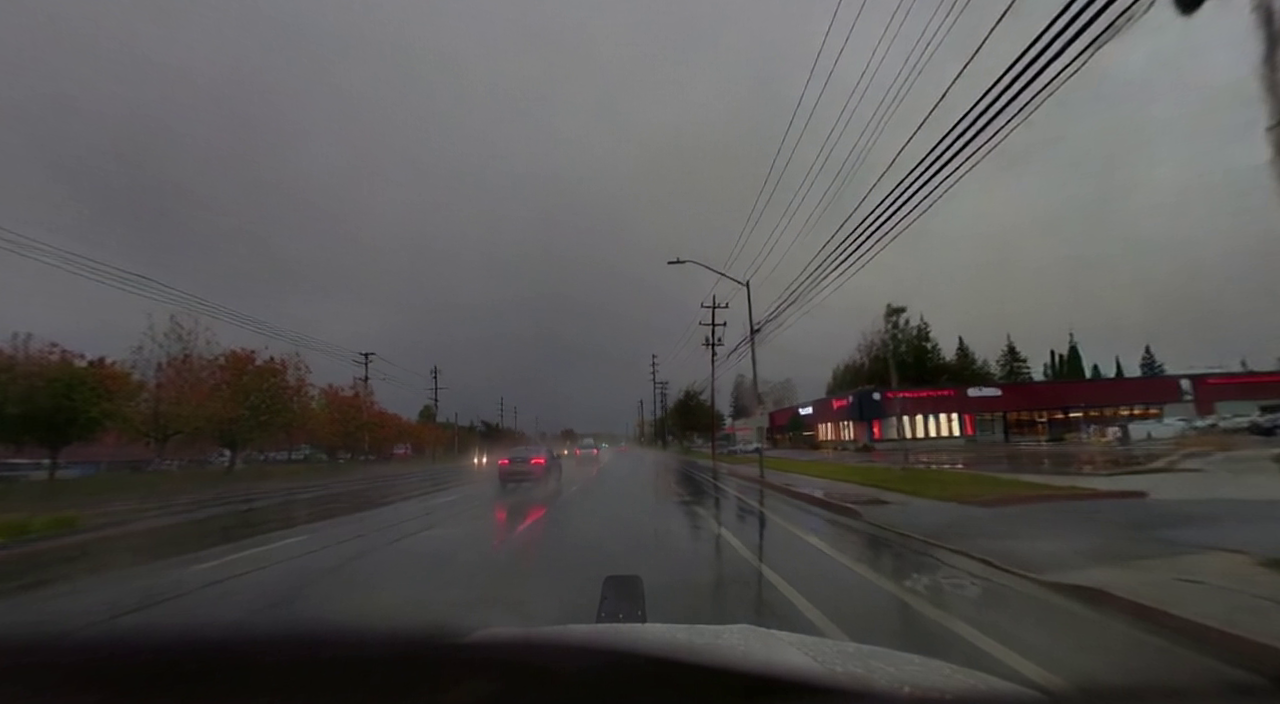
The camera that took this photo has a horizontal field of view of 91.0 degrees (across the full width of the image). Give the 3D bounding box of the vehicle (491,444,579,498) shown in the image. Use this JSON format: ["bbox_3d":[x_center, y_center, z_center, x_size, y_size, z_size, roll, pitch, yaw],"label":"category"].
[{"bbox_3d":[-3.163,3.661,19.838,1.942,1.469,4.426,0,-9,1],"label":"vehicle"}]

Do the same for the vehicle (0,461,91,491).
[{"bbox_3d":[-39.092,7.984,40.823,4.763,1.764,2.118,5,-10,-29],"label":"vehicle"}]
